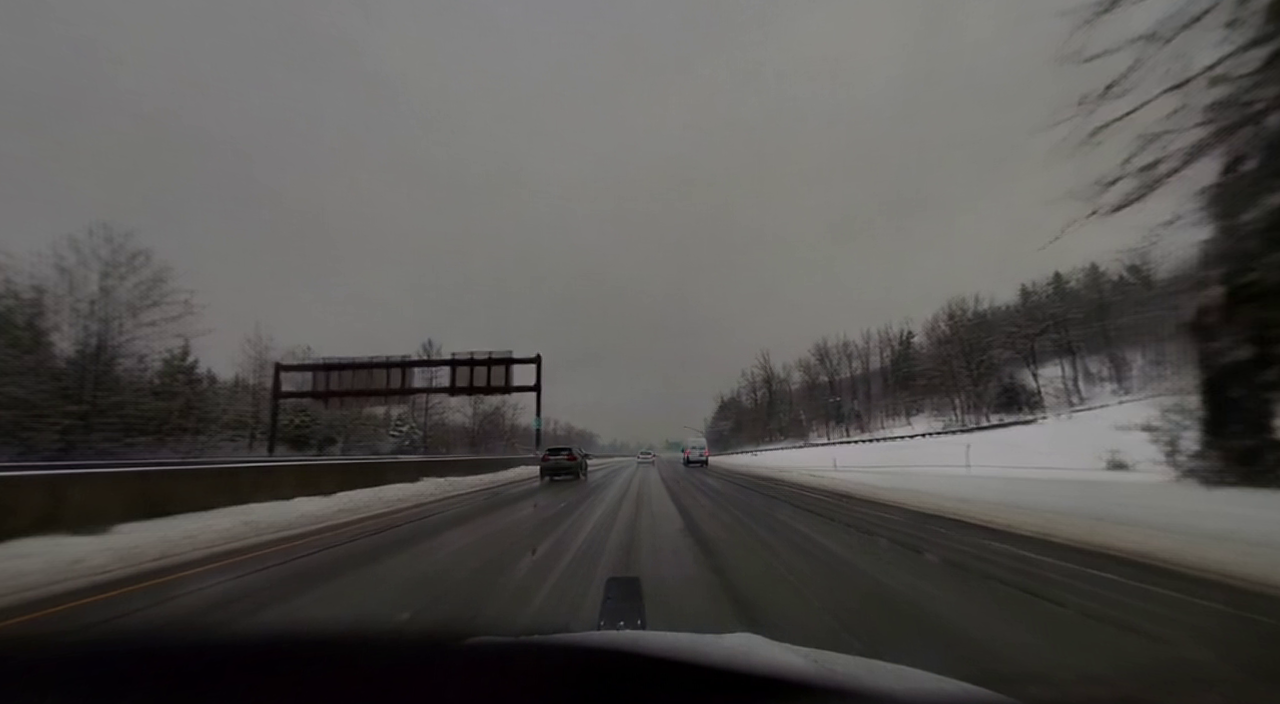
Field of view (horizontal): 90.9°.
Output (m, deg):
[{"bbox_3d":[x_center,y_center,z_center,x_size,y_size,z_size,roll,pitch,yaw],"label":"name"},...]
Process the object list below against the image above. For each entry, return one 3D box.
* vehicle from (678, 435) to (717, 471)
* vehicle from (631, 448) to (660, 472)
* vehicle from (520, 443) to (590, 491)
[{"bbox_3d":[4.410,7.896,49.216,2.469,2.591,5.653,0,-9,0],"label":"vehicle"},{"bbox_3d":[0.411,7.892,46.334,2.108,1.663,3.159,0,-9,1],"label":"vehicle"},{"bbox_3d":[-3.127,4.354,24.174,1.964,1.618,4.489,0,-9,1],"label":"vehicle"}]
